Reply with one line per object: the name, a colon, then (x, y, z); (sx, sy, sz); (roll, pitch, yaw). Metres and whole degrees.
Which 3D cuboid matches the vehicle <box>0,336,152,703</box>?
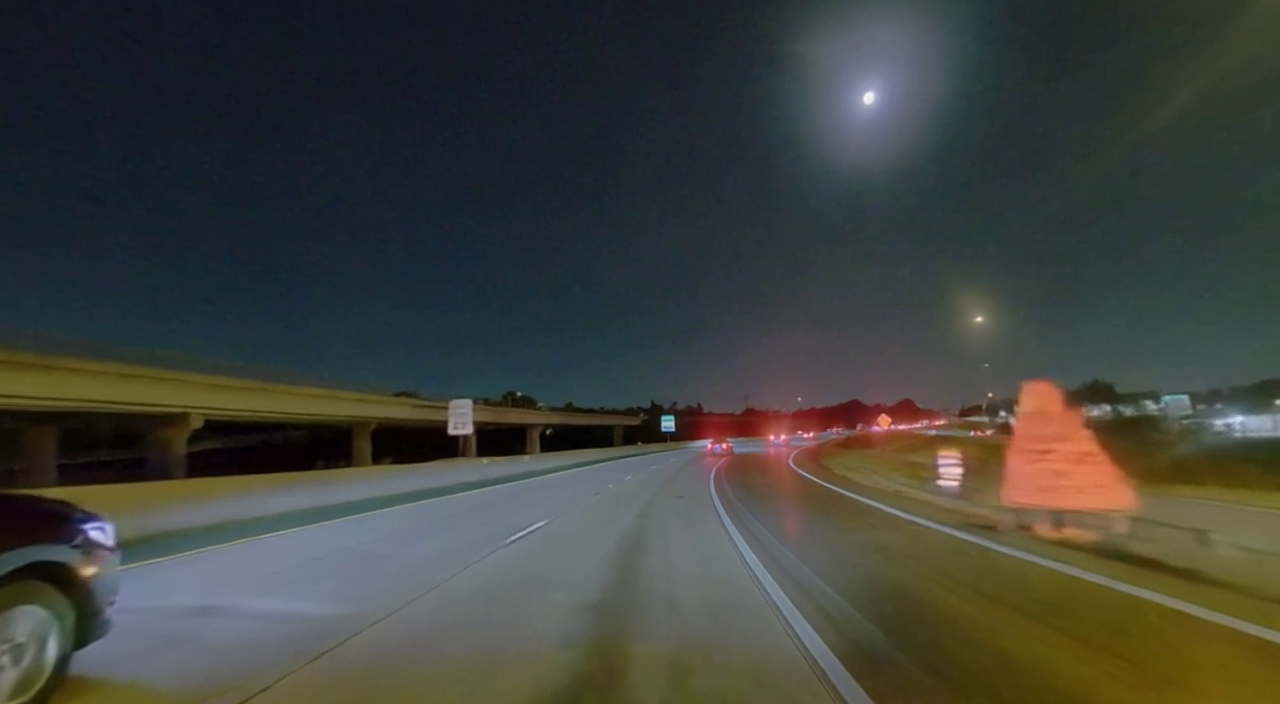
vehicle: (-3.452, 0.496, 0.564); (2.106, 1.640, 4.853); (0, -9, 0)
